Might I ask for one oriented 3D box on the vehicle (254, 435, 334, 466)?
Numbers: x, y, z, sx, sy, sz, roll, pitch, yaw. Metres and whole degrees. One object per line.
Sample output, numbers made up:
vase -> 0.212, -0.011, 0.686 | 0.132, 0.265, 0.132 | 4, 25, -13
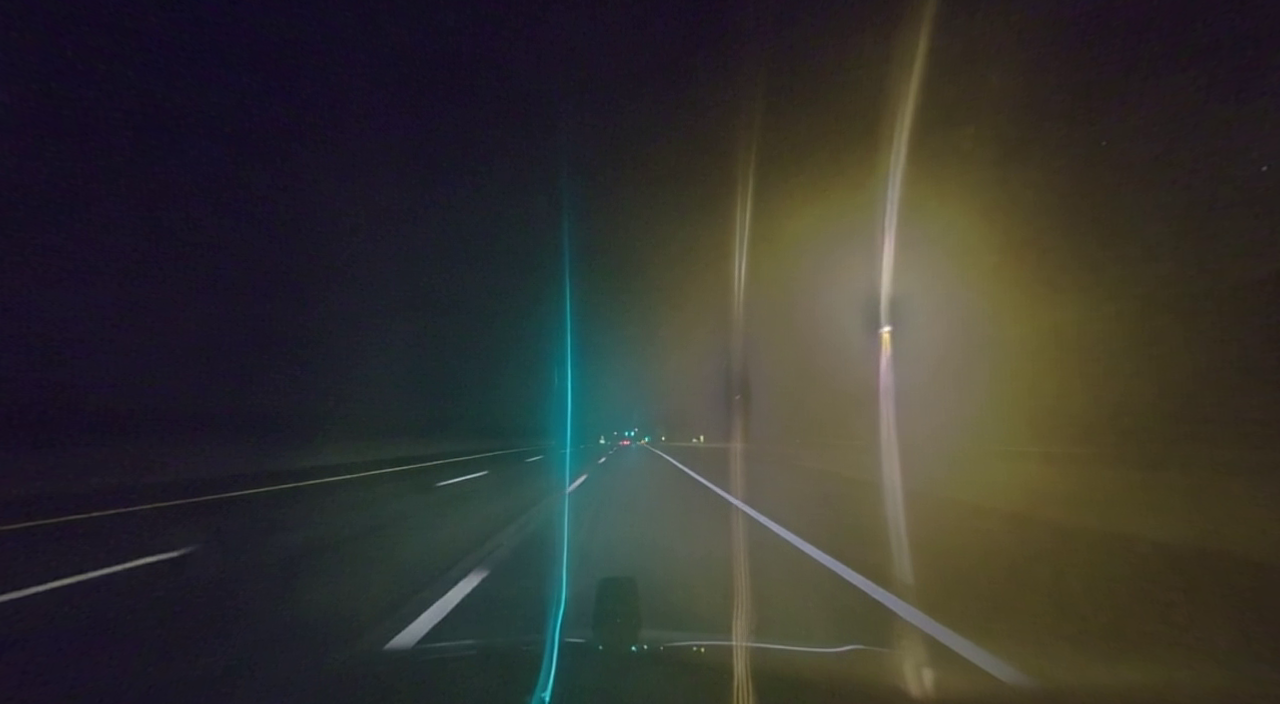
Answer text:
vehicle -> -18.957, 5.385, 34.702 | 1.879, 1.544, 4.542 | 0, -8, -1
